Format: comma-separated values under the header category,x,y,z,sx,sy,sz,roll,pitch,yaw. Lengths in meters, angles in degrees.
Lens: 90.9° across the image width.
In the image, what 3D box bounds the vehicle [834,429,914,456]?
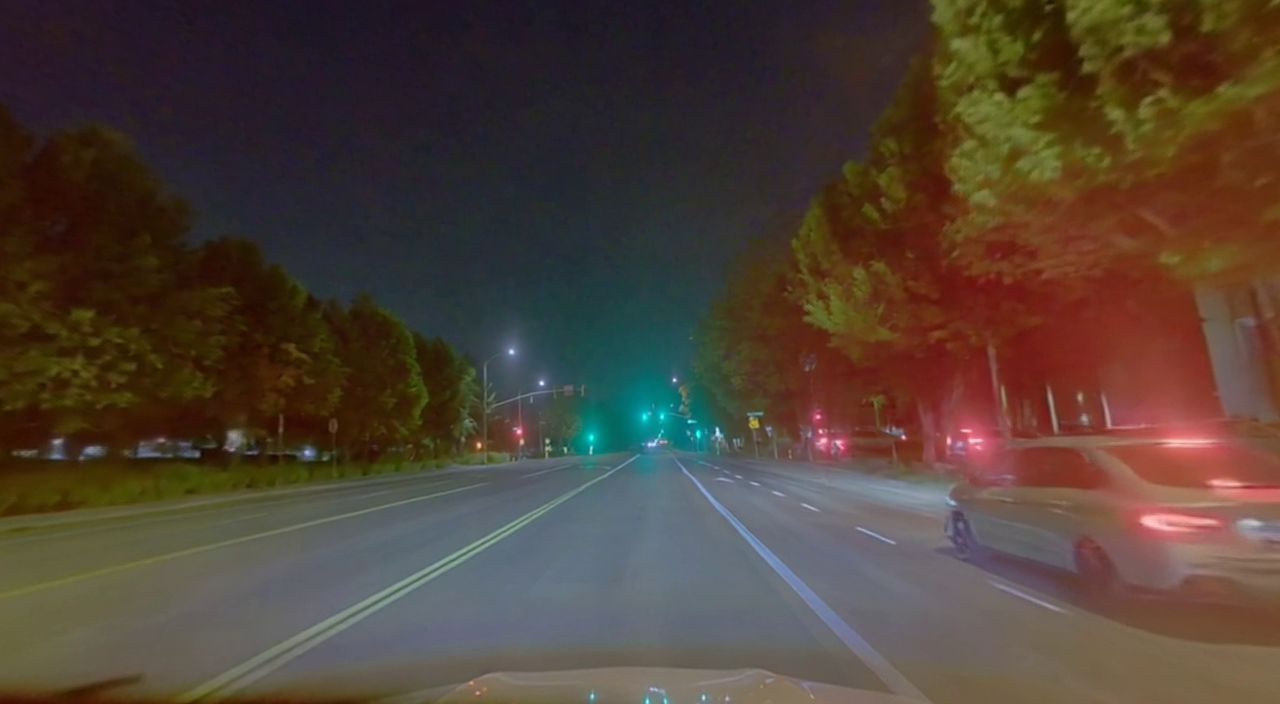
category,x,y,z,sx,sy,sz,roll,pitch,yaw
vehicle,14.416,5.605,39.039,4.167,1.476,1.871,-2,-8,1

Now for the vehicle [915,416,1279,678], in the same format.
category,x,y,z,sx,sy,sz,roll,pitch,yaw
vehicle,4.581,1.425,5.885,2.006,1.448,4.671,0,-8,1
